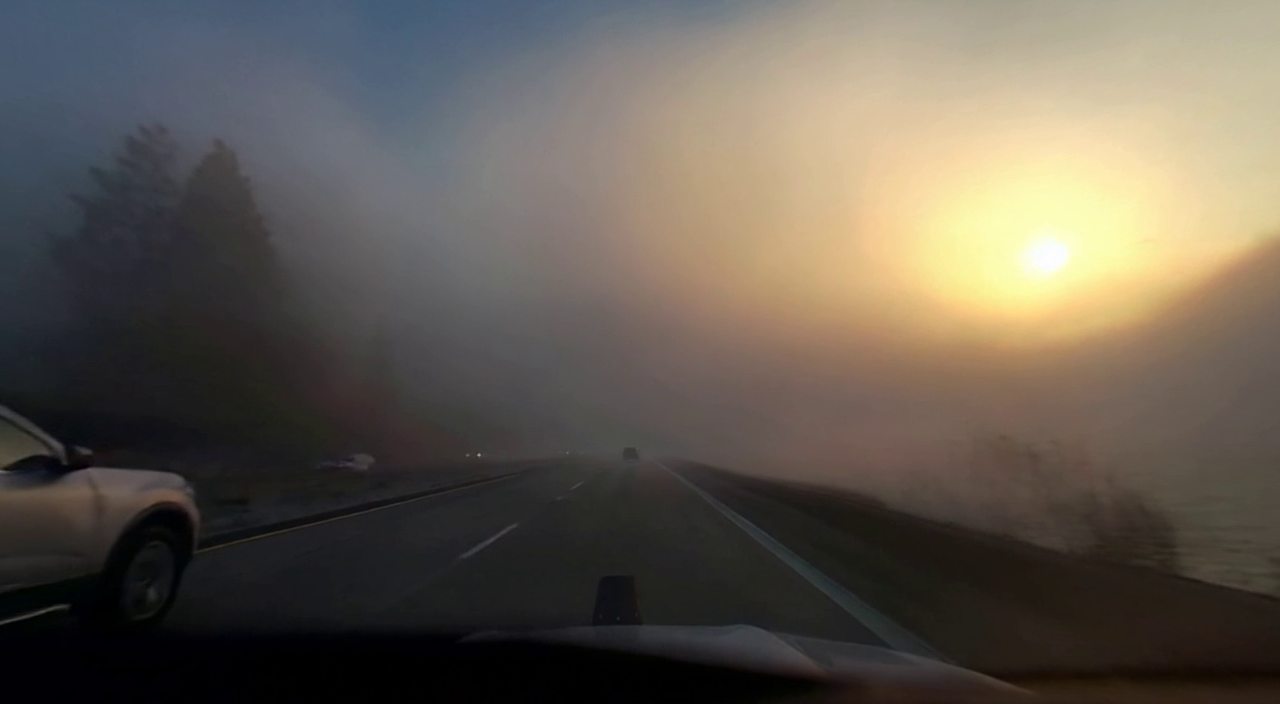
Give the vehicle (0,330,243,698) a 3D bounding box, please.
[{"bbox_3d":[-4.317,0.739,2.674,2.292,1.802,4.481,0,-9,0],"label":"vehicle"}]
